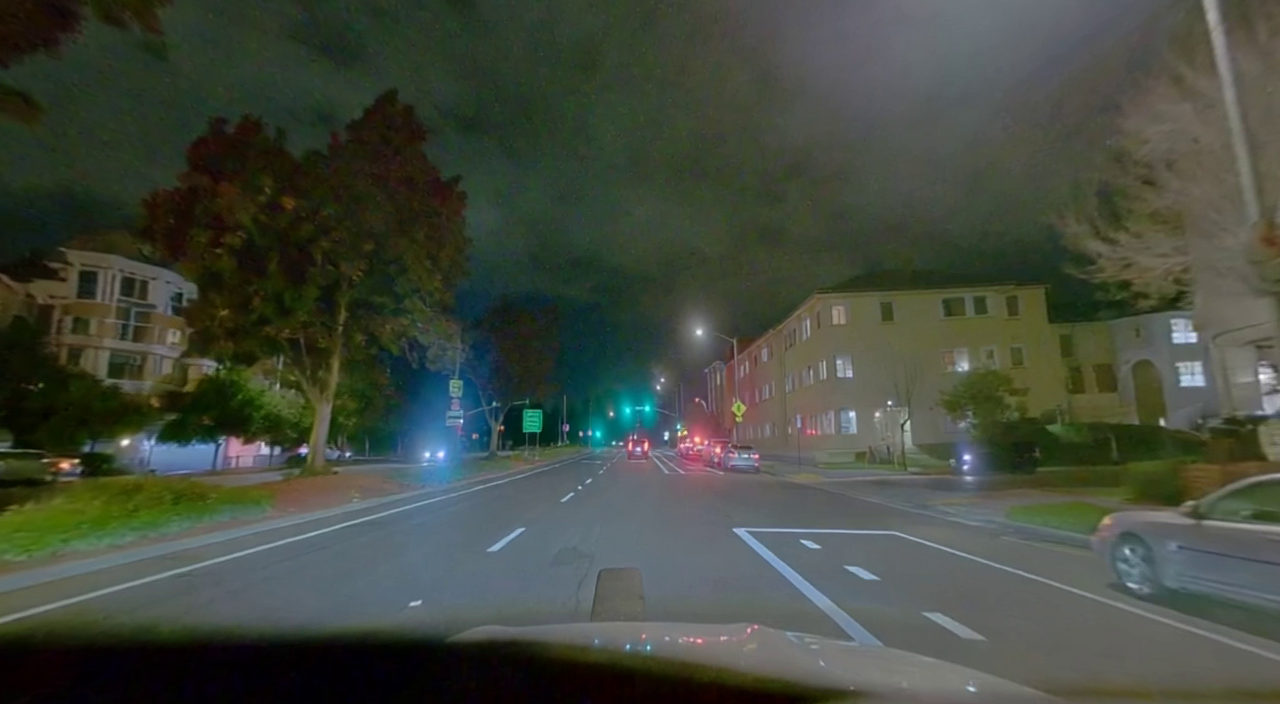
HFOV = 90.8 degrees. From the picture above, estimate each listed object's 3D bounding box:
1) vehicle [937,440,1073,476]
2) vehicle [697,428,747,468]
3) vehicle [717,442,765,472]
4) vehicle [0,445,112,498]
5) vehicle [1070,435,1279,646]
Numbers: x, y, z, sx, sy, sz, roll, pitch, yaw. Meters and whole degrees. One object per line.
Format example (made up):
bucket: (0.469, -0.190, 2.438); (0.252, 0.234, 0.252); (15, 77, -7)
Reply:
vehicle: (15.612, 4.560, 27.186); (4.565, 1.463, 2.084); (0, -9, -2)
vehicle: (5.365, 6.429, 42.313); (2.324, 2.468, 6.422); (1, -9, -1)
vehicle: (5.649, 5.925, 35.809); (1.940, 1.584, 4.553); (0, -9, 0)
vehicle: (-25.897, 5.019, 26.933); (2.035, 2.025, 5.495); (-1, -9, -1)
vehicle: (5.448, 1.298, 4.251); (1.963, 1.452, 4.561); (0, -9, 1)
